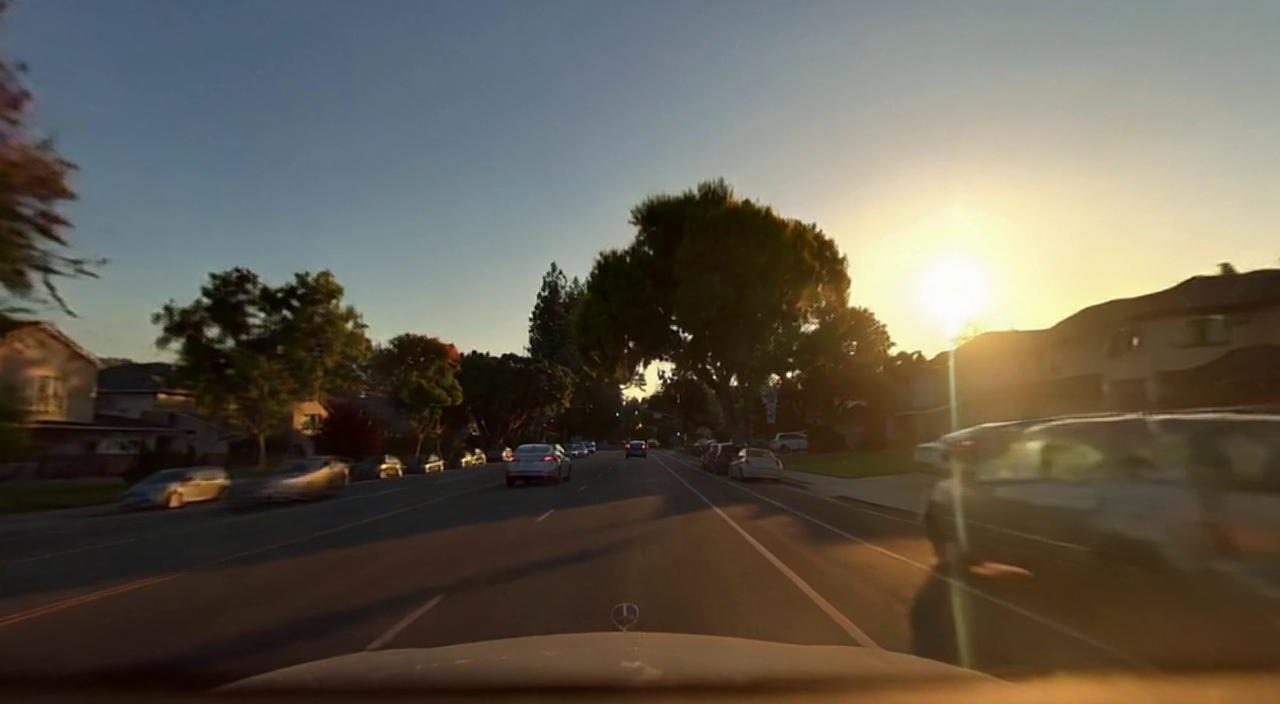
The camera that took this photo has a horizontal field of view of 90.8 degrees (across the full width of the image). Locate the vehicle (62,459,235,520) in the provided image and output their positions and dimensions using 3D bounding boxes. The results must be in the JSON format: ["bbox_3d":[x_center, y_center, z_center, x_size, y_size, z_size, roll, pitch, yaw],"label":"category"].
[{"bbox_3d":[-14.515,4.041,19.023,1.847,1.494,4.189,0,-8,-1],"label":"vehicle"}]

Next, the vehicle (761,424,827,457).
[{"bbox_3d":[11.524,6.699,47.569,4.240,1.780,1.921,-9,-9,0],"label":"vehicle"}]

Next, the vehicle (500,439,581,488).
[{"bbox_3d":[-3.268,3.764,21.644,2.027,1.477,4.413,0,-8,1],"label":"vehicle"}]

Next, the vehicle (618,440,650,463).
[{"bbox_3d":[-0.405,6.789,43.277,2.088,1.495,4.048,0,-8,-1],"label":"vehicle"}]

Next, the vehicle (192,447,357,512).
[{"bbox_3d":[-9.702,3.365,17.254,1.985,1.502,4.253,0,-8,-1],"label":"vehicle"}]

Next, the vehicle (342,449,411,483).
[{"bbox_3d":[-14.676,6.333,35.497,1.914,1.747,4.550,0,-8,0],"label":"vehicle"}]

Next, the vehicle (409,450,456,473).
[{"bbox_3d":[-14.602,7.722,44.754,1.827,1.480,4.738,0,-8,-1],"label":"vehicle"}]

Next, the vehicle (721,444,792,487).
[{"bbox_3d":[4.303,4.247,23.935,1.890,1.459,4.371,0,-8,1],"label":"vehicle"}]

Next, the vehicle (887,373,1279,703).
[{"bbox_3d":[4.294,1.360,5.717,2.123,1.797,4.792,0,-9,0],"label":"vehicle"}]
